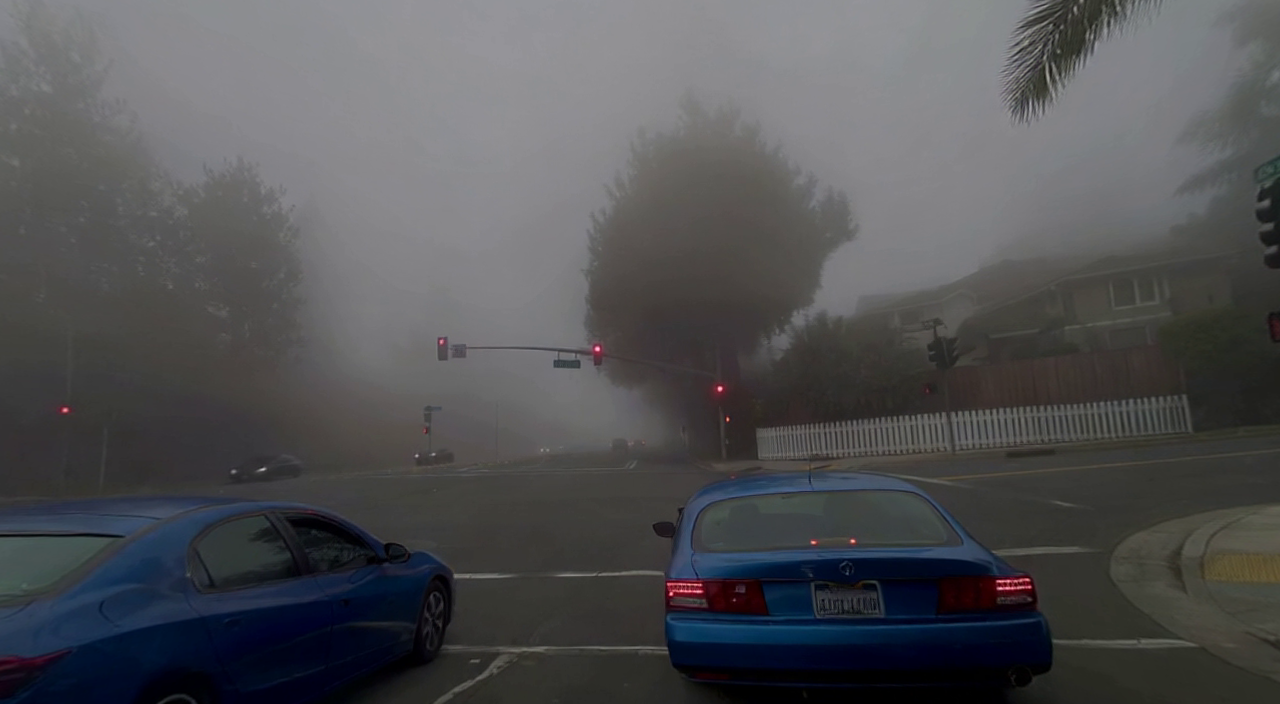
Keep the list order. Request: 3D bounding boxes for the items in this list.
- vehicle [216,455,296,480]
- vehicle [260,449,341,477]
[{"bbox_3d":[-24.068,7.228,39.828,2.019,1.427,4.630,0,-9,1],"label":"vehicle"},{"bbox_3d":[-20.024,6.523,37.533,2.084,1.528,4.778,-1,-9,2],"label":"vehicle"}]
